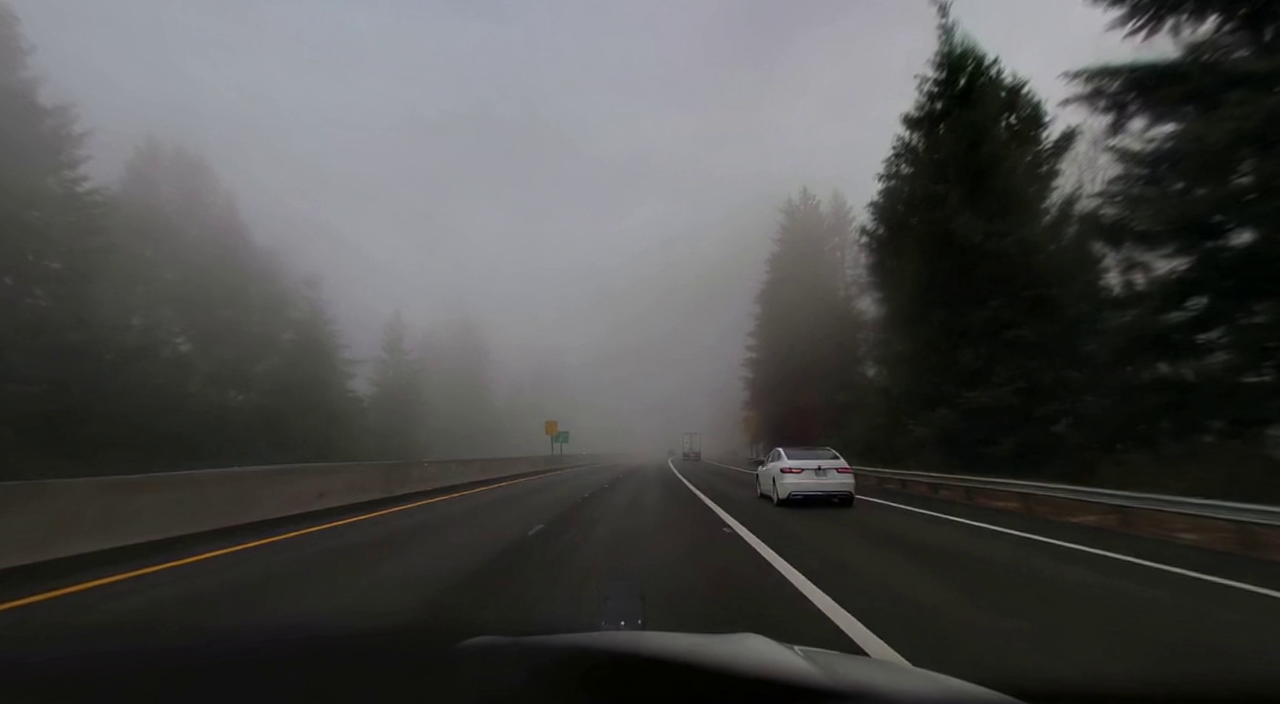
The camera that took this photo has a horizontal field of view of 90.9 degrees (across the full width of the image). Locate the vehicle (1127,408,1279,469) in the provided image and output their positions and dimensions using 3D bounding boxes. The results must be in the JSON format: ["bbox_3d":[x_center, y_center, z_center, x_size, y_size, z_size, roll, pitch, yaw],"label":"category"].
[{"bbox_3d":[19.973,3.116,22.423,2.131,1.902,4.846,-2,-9,12],"label":"vehicle"}]

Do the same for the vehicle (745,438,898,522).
[{"bbox_3d":[3.534,2.575,13.195,1.938,1.456,4.204,0,-9,0],"label":"vehicle"}]
